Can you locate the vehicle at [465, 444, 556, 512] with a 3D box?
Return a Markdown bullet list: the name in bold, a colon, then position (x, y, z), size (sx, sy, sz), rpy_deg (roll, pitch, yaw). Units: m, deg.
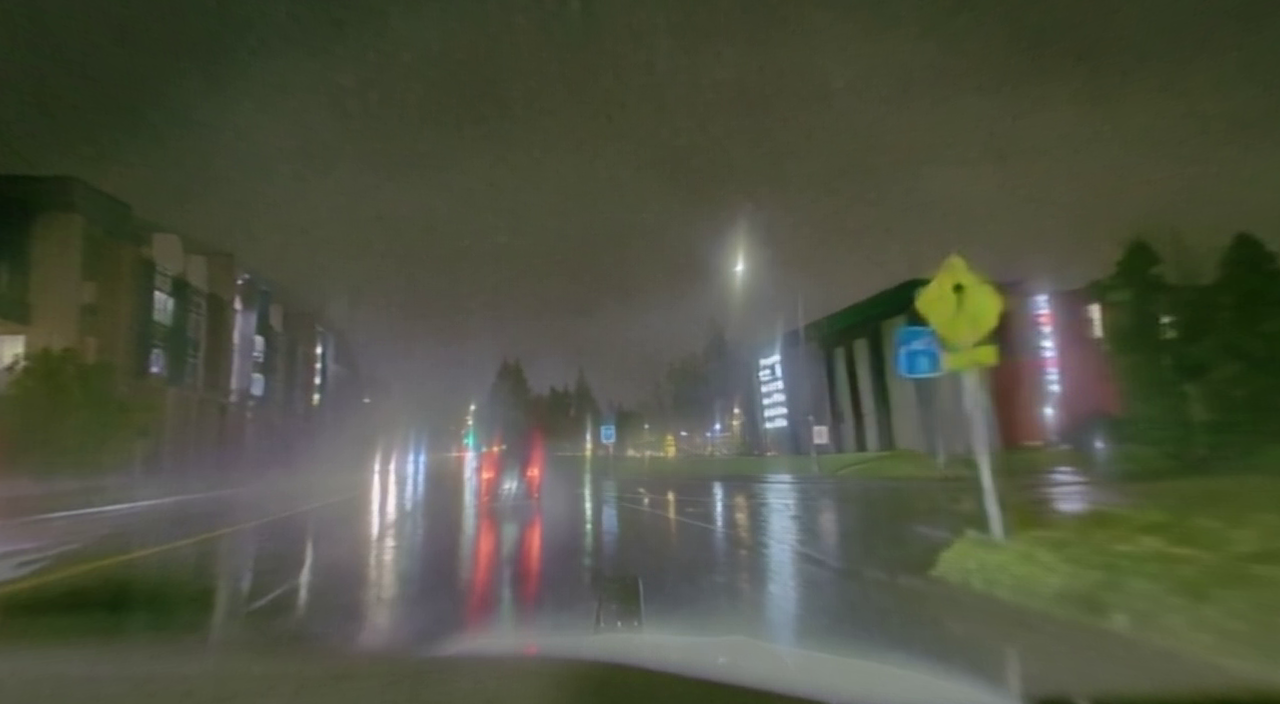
- **vehicle**: position (-3.491, 3.211, 16.410), size (2.014, 1.525, 3.670), rpy_deg (2, -9, -16)
